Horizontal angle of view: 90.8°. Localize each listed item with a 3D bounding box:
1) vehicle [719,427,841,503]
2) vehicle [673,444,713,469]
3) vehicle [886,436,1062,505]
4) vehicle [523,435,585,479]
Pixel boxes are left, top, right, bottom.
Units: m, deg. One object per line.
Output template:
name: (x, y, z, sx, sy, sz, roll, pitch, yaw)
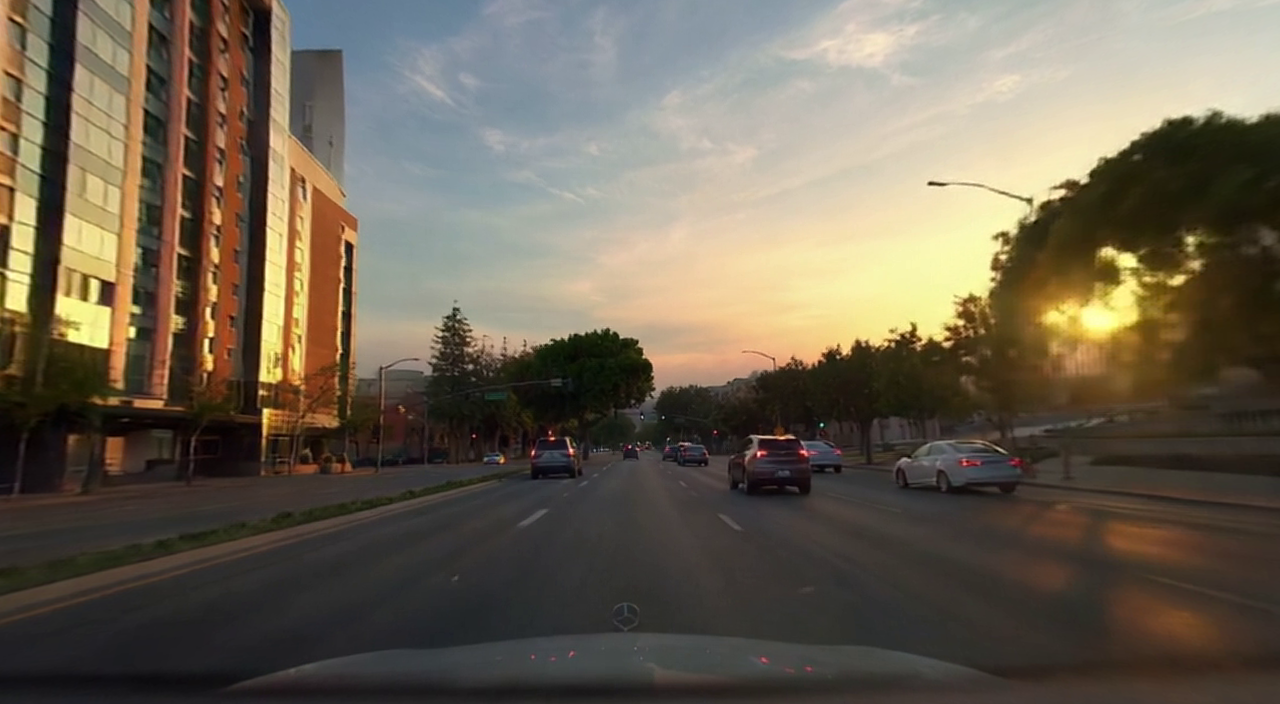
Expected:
vehicle: (3.619, 3.025, 17.360, 2.152, 1.742, 4.704, 0, -8, -1)
vehicle: (3.336, 6.686, 40.733, 2.054, 1.473, 4.511, 0, -8, -2)
vehicle: (8.336, 2.980, 16.396, 1.944, 1.503, 4.723, 0, -8, 0)
vehicle: (-3.755, 4.678, 28.356, 2.155, 1.797, 3.989, -1, -8, 1)
